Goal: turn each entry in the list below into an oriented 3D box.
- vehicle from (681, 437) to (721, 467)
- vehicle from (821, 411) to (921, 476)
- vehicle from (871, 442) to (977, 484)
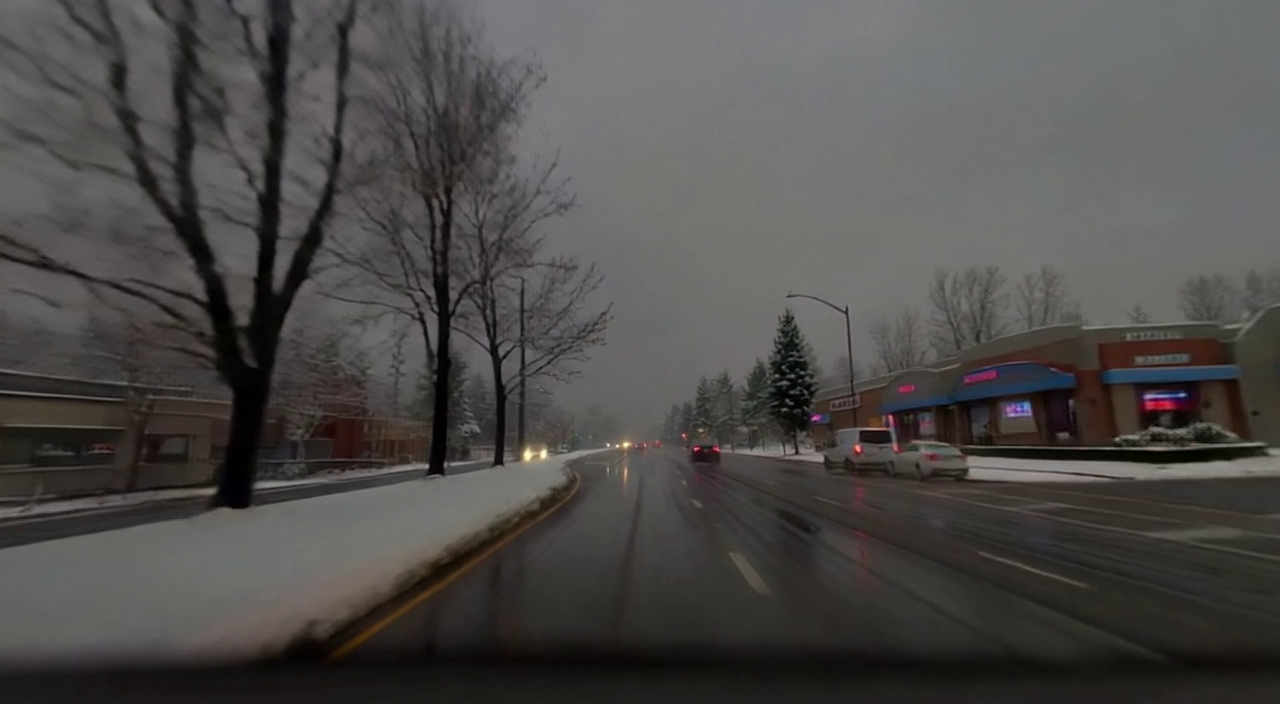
[{"bbox_3d":[3.587,5.977,37.812,1.957,1.643,4.226,0,-9,0],"label":"vehicle"},{"bbox_3d":[10.774,4.374,30.097,2.507,2.745,5.779,0,-9,0],"label":"vehicle"},{"bbox_3d":[10.738,4.220,24.336,1.857,1.411,4.859,0,-9,1],"label":"vehicle"}]
